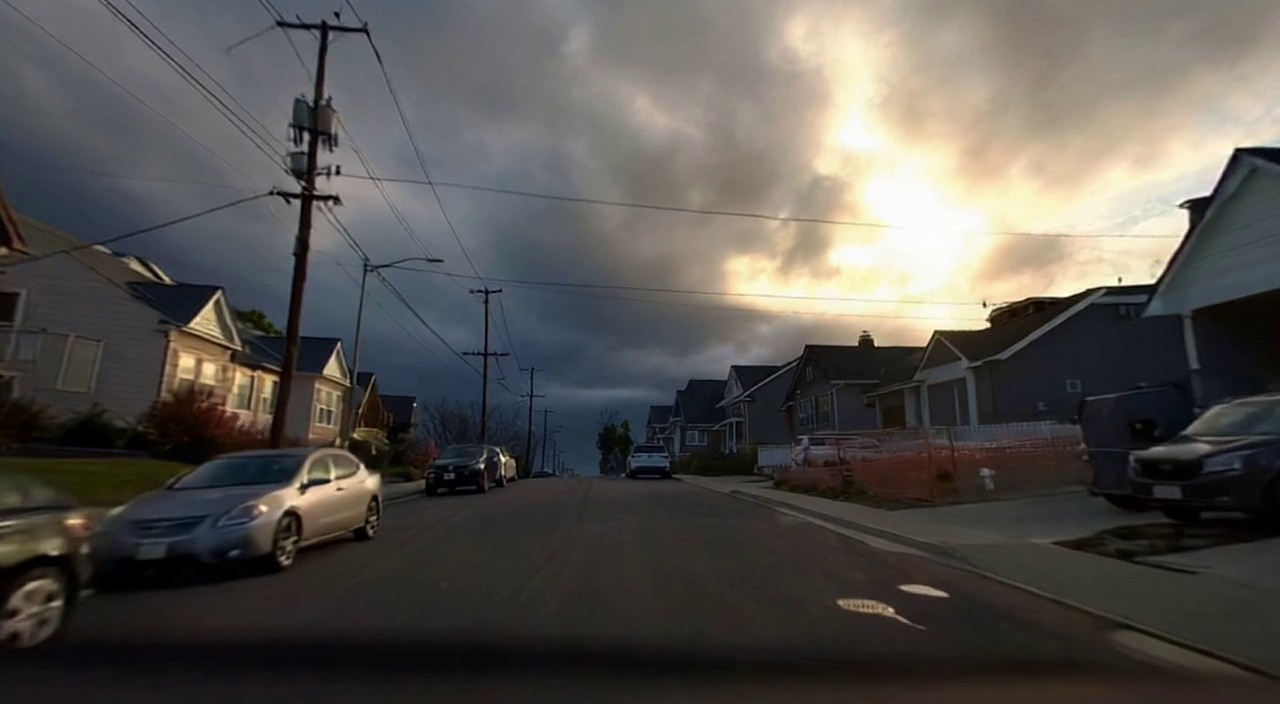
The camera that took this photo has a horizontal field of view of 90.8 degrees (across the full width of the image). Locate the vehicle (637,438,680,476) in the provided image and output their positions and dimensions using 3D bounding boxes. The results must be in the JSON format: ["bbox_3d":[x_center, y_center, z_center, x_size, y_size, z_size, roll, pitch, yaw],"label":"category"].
[{"bbox_3d":[1.080,6.536,39.449,2.343,2.229,4.199,1,-9,-3],"label":"vehicle"}]

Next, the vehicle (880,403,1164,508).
[{"bbox_3d":[7.548,2.068,12.850,4.316,1.730,2.166,-2,-8,-5],"label":"vehicle"}]

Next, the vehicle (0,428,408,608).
[{"bbox_3d":[-4.891,1.823,8.278,2.084,1.522,4.925,3,-6,-4],"label":"vehicle"}]

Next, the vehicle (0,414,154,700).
[{"bbox_3d":[-4.356,0.950,2.229,1.975,1.513,4.406,-1,-9,-4],"label":"vehicle"}]

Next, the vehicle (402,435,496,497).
[{"bbox_3d":[-5.849,3.488,19.847,1.967,1.656,3.924,2,-7,-5],"label":"vehicle"}]

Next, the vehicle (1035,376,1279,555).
[{"bbox_3d":[7.713,1.259,7.747,4.324,1.774,1.994,-3,-9,-5],"label":"vehicle"}]
